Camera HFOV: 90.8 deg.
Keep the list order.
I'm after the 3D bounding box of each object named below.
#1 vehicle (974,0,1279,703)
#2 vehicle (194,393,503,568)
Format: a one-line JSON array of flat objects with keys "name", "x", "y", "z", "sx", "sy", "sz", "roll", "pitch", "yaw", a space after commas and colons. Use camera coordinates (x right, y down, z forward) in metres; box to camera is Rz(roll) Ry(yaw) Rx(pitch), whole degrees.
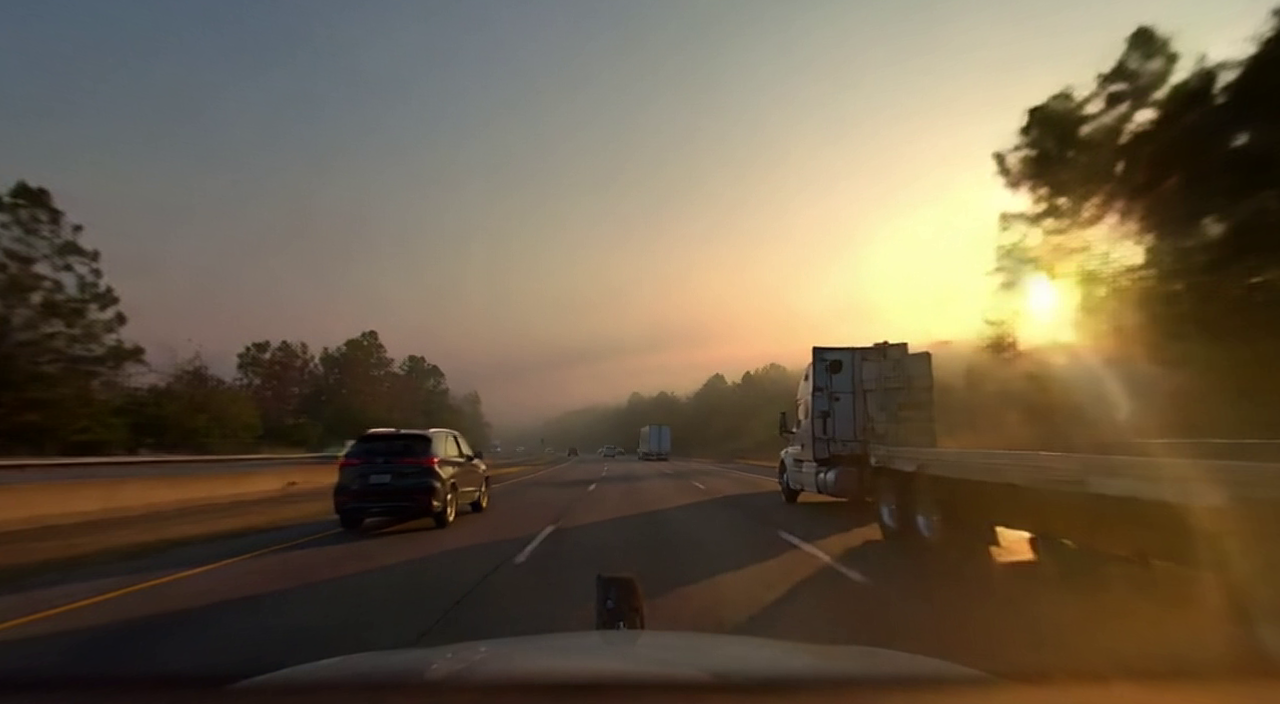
[{"name": "vehicle", "x": 4.274, "y": -0.487, "z": 1.017, "sx": 2.826, "sy": 4.035, "sz": 8.369, "roll": 0, "pitch": -9, "yaw": 1}, {"name": "vehicle", "x": -3.822, "y": 1.827, "z": 9.655, "sx": 2.337, "sy": 1.942, "sz": 4.984, "roll": 0, "pitch": -9, "yaw": 0}]
